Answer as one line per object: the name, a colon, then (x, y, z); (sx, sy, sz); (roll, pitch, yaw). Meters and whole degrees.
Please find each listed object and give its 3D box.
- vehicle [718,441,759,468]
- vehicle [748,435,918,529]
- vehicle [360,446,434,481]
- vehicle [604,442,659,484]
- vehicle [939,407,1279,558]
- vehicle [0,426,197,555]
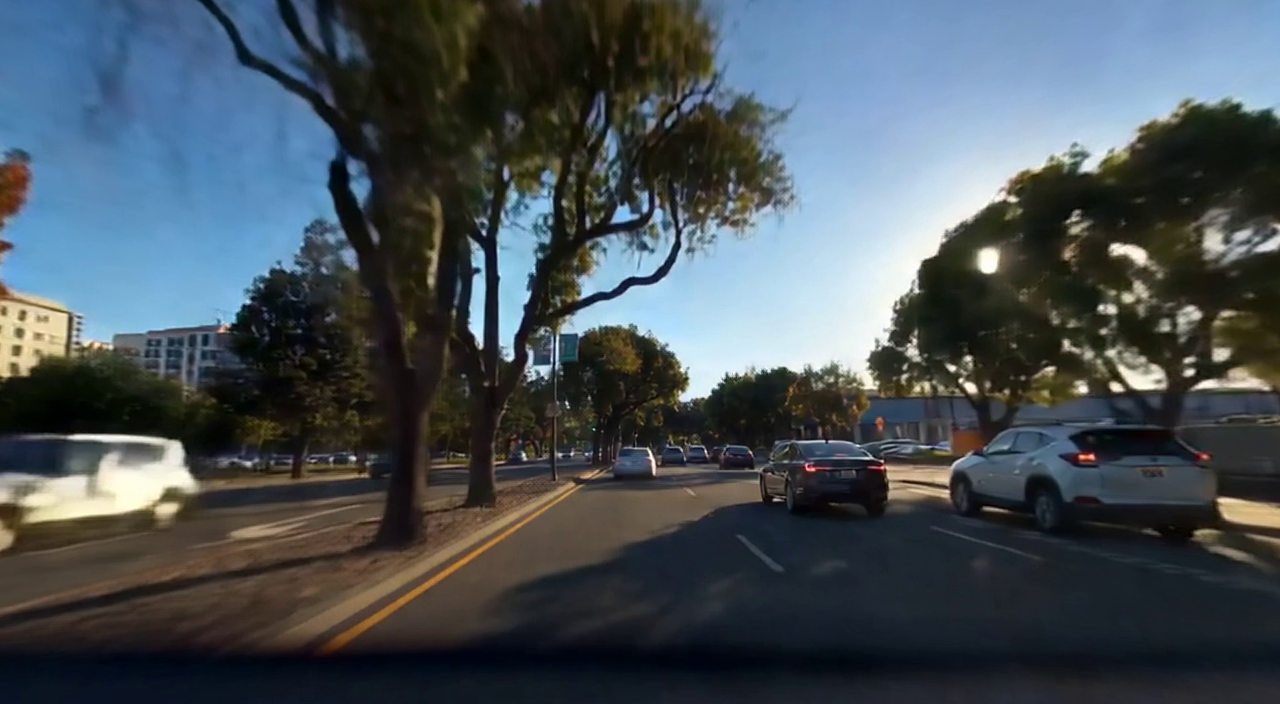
vehicle: (7.060, 7.404, 45.723); (2.068, 1.779, 4.567); (0, -9, -1)
vehicle: (3.436, 2.391, 12.212); (1.858, 1.466, 4.230); (0, -9, -1)
vehicle: (-12.524, 5.745, 32.948); (1.973, 1.674, 4.492); (0, -9, 1)
vehicle: (-0.309, 4.314, 24.784); (1.994, 1.479, 3.647); (0, -9, 0)
vehicle: (6.973, 1.927, 10.008); (2.134, 1.810, 4.590); (0, -9, -1)
vehicle: (-9.547, 2.081, 9.919); (1.950, 1.717, 4.299); (0, -9, 2)
